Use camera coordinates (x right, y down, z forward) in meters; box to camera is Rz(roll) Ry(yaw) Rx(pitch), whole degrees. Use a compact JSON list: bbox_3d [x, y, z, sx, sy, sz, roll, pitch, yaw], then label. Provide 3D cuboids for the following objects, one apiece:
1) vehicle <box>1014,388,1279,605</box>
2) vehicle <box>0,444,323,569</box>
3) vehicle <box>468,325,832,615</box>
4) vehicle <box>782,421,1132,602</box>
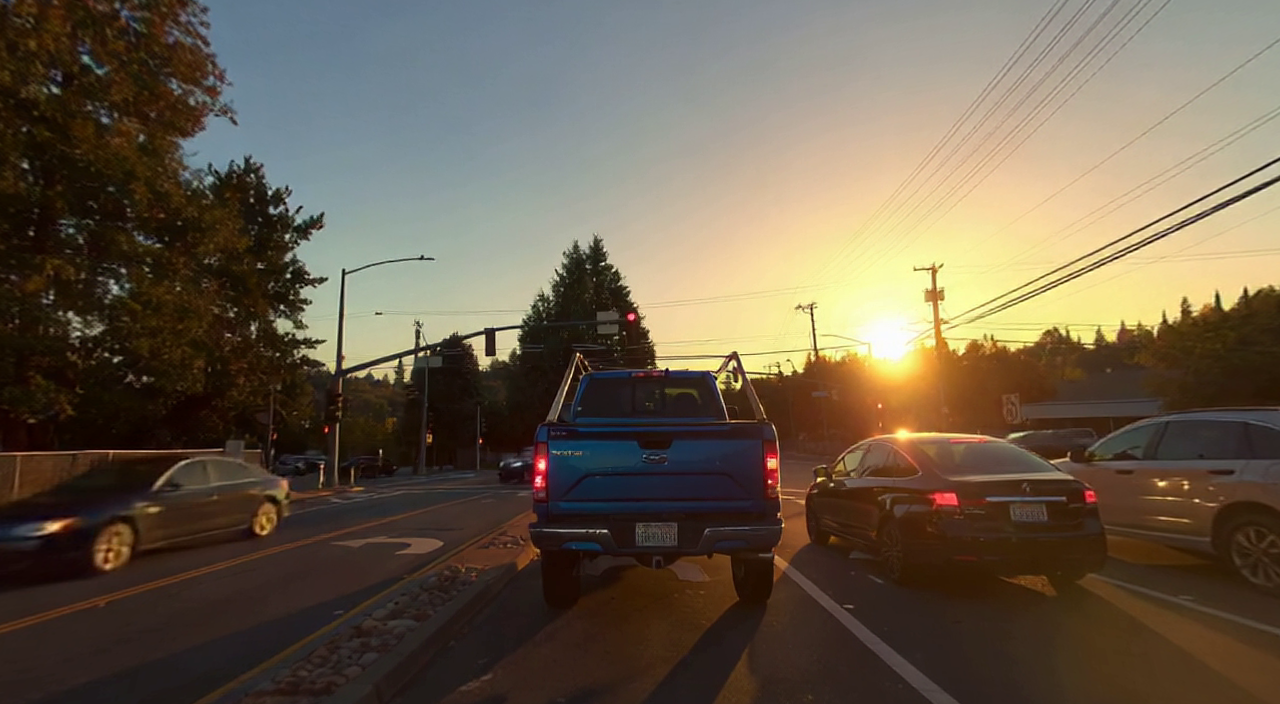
[{"bbox_3d":[6.148,1.366,6.439,1.982,1.727,4.352,0,-8,1],"label":"vehicle"},{"bbox_3d":[-8.032,2.410,10.865,2.378,1.611,5.046,0,-8,2],"label":"vehicle"},{"bbox_3d":[0.120,1.362,8.110,2.831,2.284,6.149,0,-8,1],"label":"vehicle"},{"bbox_3d":[3.112,1.638,7.357,1.993,1.495,4.060,0,-8,1],"label":"vehicle"}]
